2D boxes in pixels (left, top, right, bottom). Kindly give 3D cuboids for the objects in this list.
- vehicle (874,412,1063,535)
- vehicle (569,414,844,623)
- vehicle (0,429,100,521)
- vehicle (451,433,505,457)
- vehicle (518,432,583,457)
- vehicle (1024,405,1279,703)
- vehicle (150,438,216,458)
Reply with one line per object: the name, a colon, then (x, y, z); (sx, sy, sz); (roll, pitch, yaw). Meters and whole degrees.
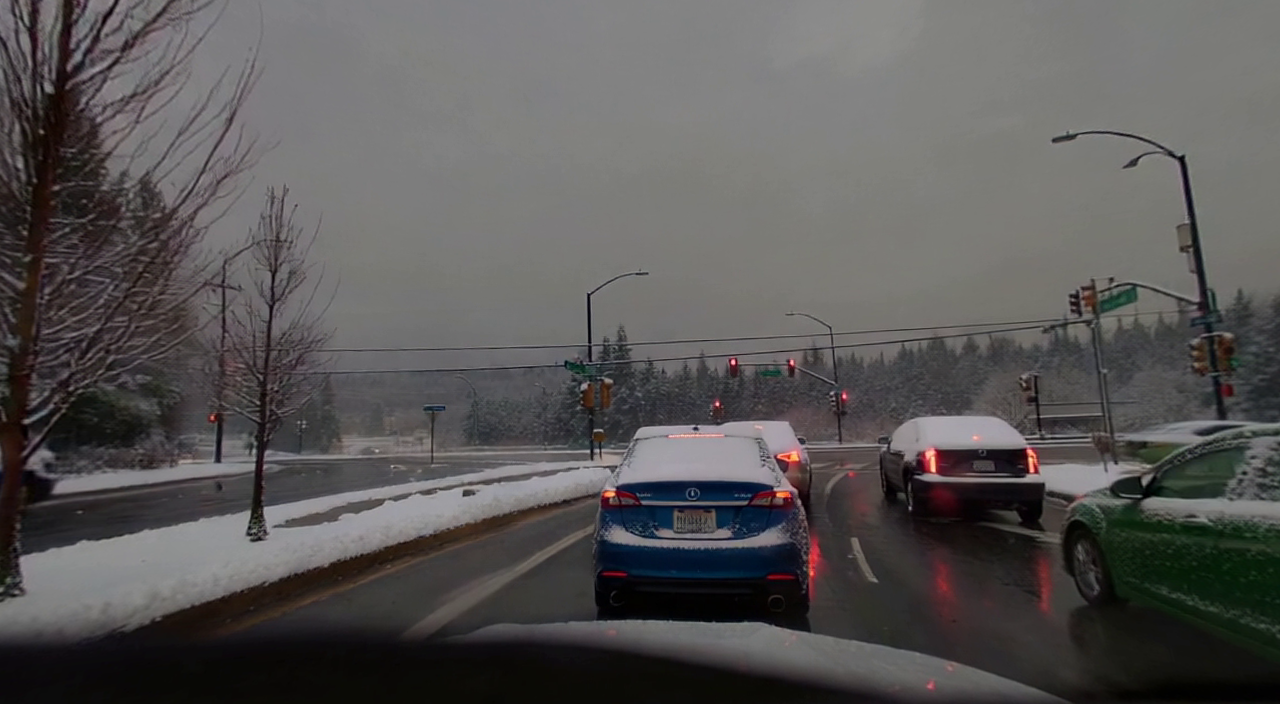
vehicle: (5.538, 2.060, 11.287); (2.102, 1.717, 4.373); (-2, -9, 16)
vehicle: (0.856, 1.502, 6.689); (2.052, 1.483, 3.928); (-2, -8, 12)
vehicle: (-11.204, 1.956, 9.940); (1.976, 1.458, 4.645); (2, -8, -13)
vehicle: (-12.449, 7.118, 48.201); (1.972, 1.705, 4.457); (8, -11, -44)
vehicle: (-5.956, 6.101, 41.532); (1.932, 1.573, 4.509); (8, -12, -44)
vehicle: (4.254, 1.063, 3.380); (1.954, 1.508, 4.441); (-1, -8, 6)
vehicle: (-35.377, 7.440, 48.645); (1.652, 1.433, 3.733); (-7, -11, 40)
